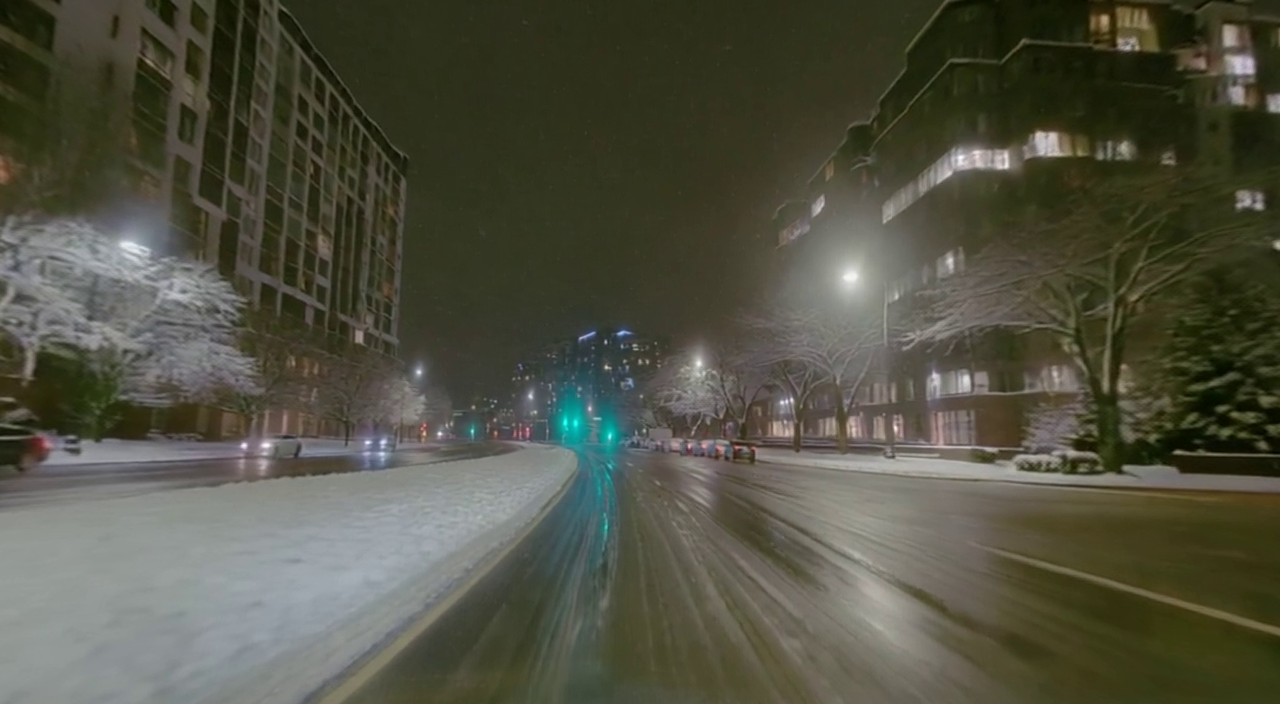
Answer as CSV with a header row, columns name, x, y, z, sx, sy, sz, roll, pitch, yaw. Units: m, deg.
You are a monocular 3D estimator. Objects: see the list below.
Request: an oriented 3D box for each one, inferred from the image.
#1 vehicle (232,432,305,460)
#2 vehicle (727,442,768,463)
name,x,y,z,sx,sy,sz,roll,pitch,yaw
vehicle,-20.009,5.094,34.232,1.822,1.453,4.053,1,-9,-6
vehicle,8.129,7.651,48.353,1.907,1.524,4.381,1,-9,-7
